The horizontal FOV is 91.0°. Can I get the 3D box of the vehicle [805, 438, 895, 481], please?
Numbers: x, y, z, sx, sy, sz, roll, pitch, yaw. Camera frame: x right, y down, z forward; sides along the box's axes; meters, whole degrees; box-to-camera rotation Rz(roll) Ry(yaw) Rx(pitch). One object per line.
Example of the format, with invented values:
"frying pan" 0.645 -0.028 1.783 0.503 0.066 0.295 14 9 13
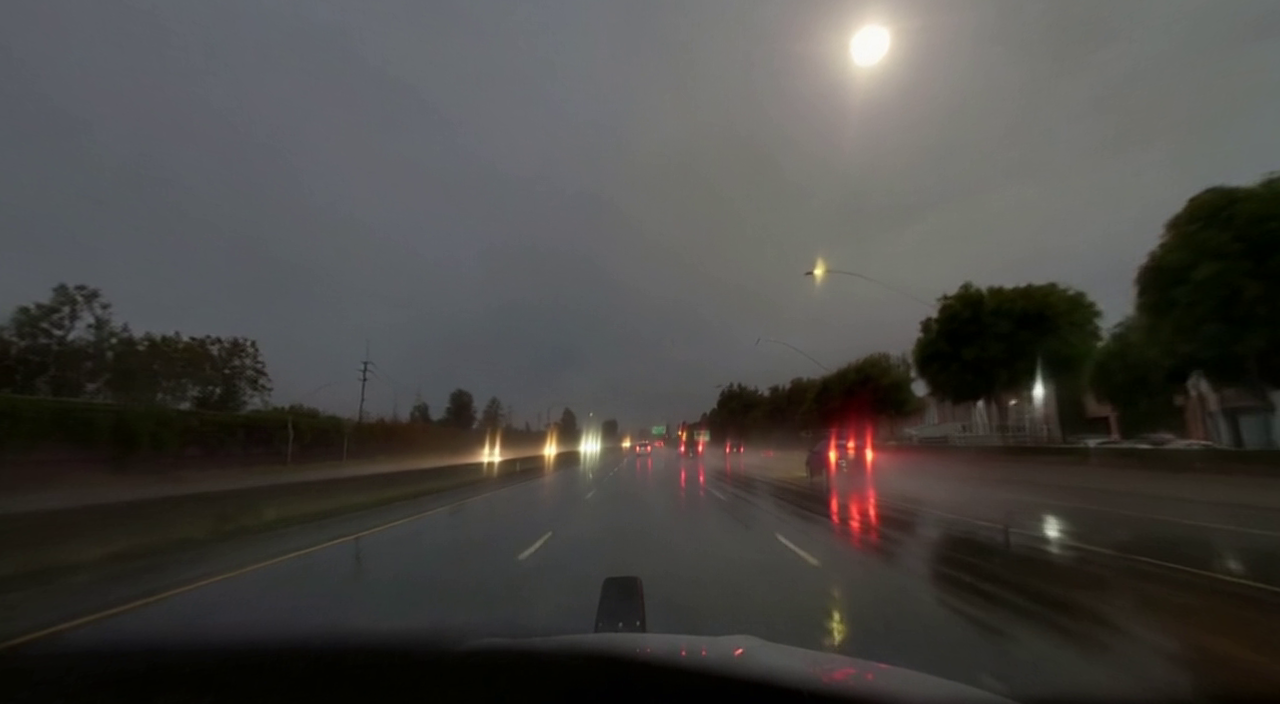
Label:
"vehicle" 8.120 4.183 24.821 1.989 1.526 4.443 0 -9 0
